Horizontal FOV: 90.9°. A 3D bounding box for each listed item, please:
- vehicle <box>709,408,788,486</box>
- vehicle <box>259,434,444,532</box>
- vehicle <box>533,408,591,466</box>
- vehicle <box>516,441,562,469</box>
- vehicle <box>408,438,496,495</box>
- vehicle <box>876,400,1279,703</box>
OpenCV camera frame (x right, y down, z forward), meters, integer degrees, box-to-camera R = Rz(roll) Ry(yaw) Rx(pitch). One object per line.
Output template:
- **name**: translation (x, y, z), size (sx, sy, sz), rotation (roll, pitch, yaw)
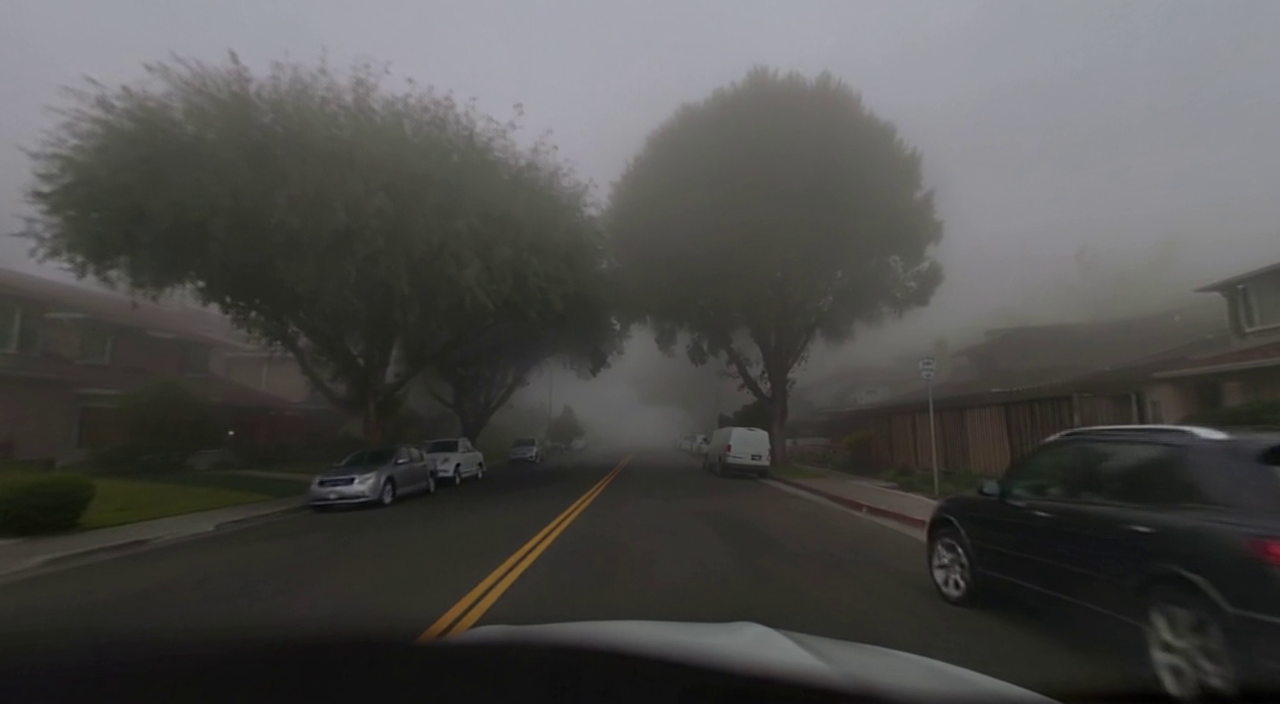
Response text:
- **vehicle**: translation (3.837, 3.451, 23.158), size (2.215, 2.542, 4.550), rotation (-1, -8, 2)
- **vehicle**: translation (-5.972, 2.684, 13.775), size (1.901, 1.472, 4.676), rotation (-3, -5, 0)
- **vehicle**: translation (-5.270, 5.944, 44.058), size (2.896, 3.648, 8.004), rotation (-1, -8, 1)
- **vehicle**: translation (-5.600, 5.723, 35.267), size (1.921, 1.470, 4.068), rotation (0, -8, -1)
- **vehicle**: translation (-5.856, 3.538, 19.956), size (1.758, 1.519, 3.396), rotation (-3, -8, 0)
- **vehicle**: translation (3.219, 1.133, 3.845), size (1.916, 1.484, 4.638), rotation (-1, -8, 2)
